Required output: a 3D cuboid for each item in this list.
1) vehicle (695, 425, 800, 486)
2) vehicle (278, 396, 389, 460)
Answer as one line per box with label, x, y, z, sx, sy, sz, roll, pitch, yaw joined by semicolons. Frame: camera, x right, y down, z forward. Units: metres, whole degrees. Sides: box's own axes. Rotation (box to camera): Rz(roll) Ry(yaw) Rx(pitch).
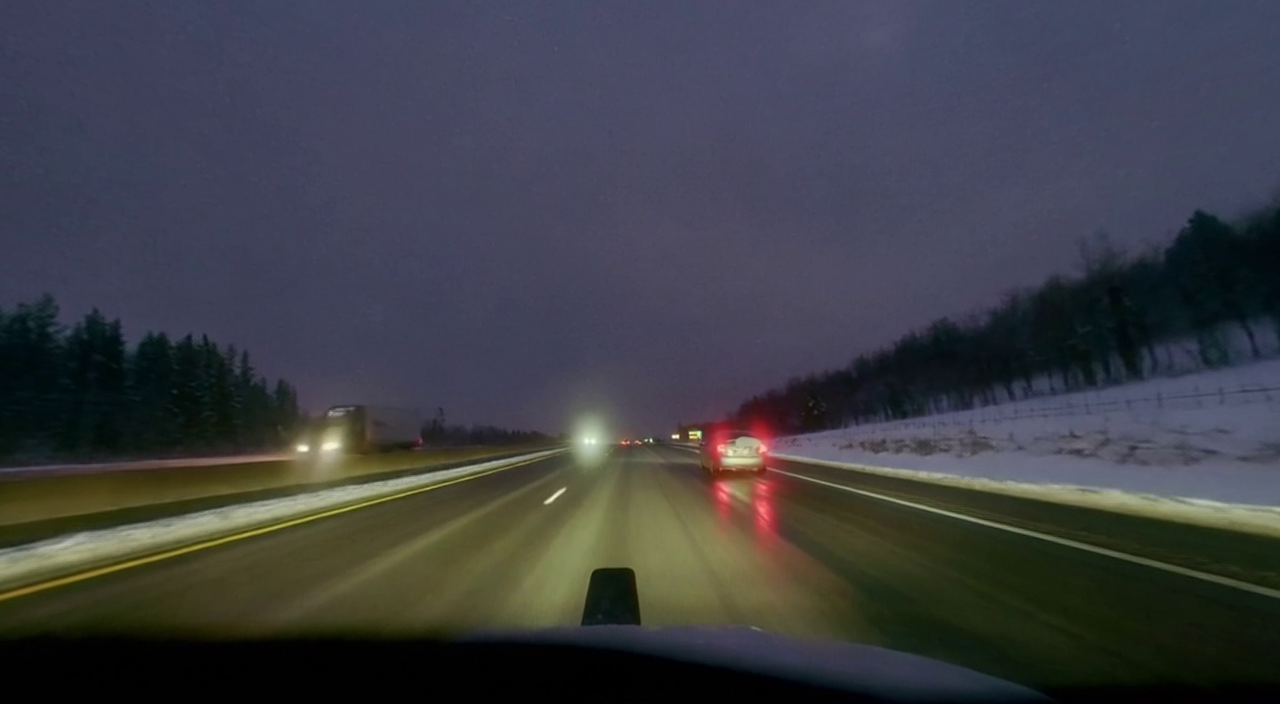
vehicle;3.143;3.130;19.382;2.349;1.651;4.161;0;-8;-2
vehicle;-21.054;5.421;44.094;3.007;3.947;9.620;0;-8;-1
